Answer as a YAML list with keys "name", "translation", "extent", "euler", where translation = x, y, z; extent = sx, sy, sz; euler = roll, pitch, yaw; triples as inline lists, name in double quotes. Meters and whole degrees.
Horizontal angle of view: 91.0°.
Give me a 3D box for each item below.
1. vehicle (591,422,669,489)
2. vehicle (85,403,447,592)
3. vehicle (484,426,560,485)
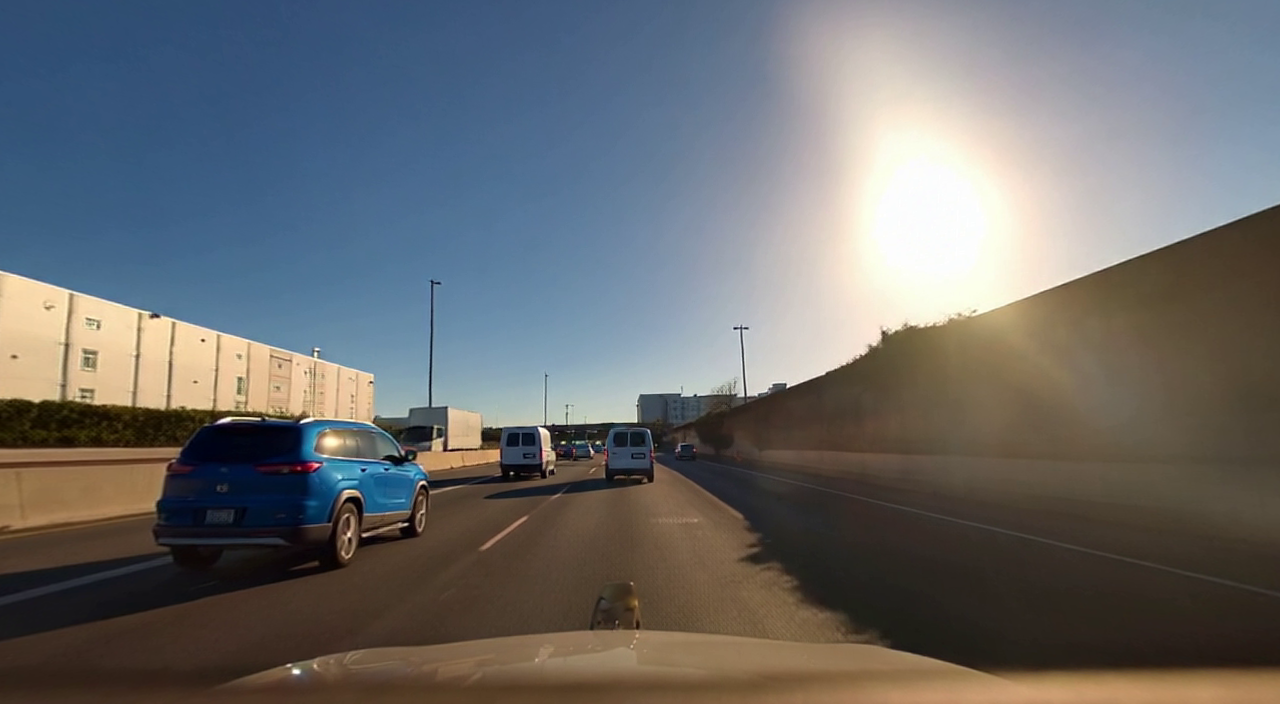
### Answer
- name: "vehicle"
  translation: [-0.345, 3.366, 20.748]
  extent: [2.304, 1.925, 4.282]
  euler: [0, -8, -1]
- name: "vehicle"
  translation: [-4.110, 1.640, 8.018]
  extent: [1.972, 1.703, 4.333]
  euler: [0, -8, -1]
- name: "vehicle"
  translation: [-4.205, 3.745, 23.160]
  extent: [2.038, 1.936, 4.300]
  euler: [0, -8, -1]
